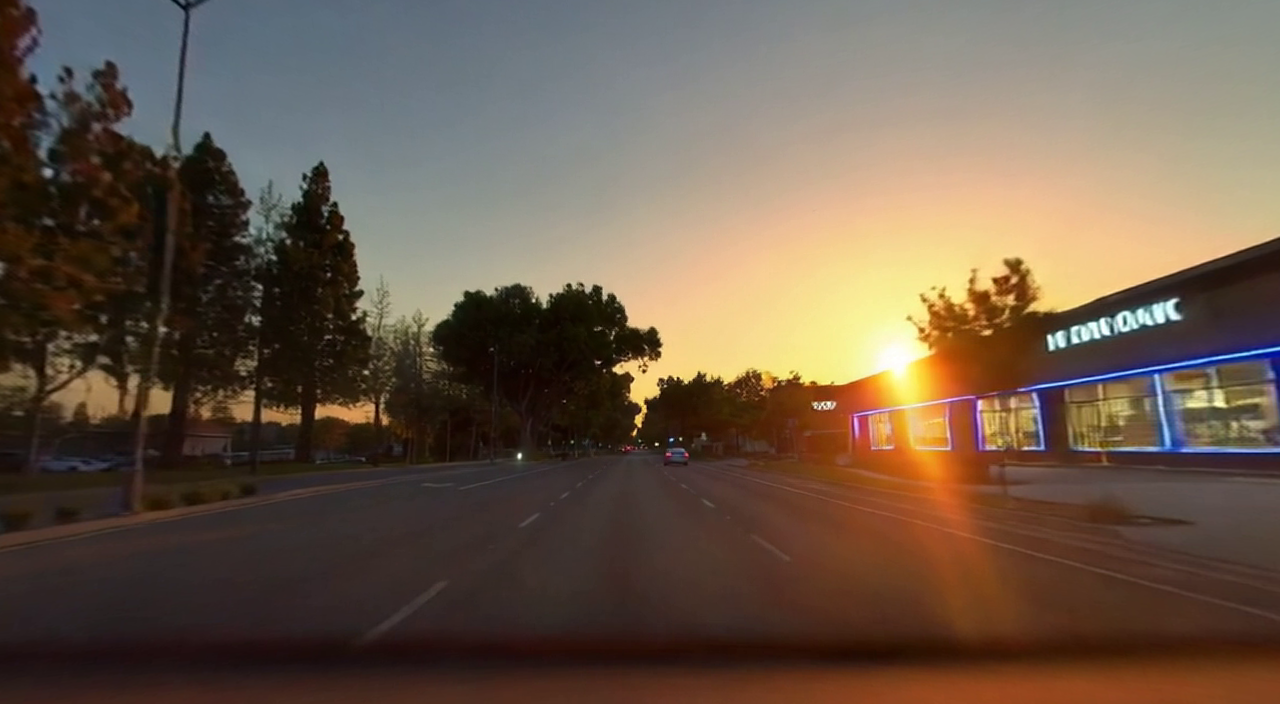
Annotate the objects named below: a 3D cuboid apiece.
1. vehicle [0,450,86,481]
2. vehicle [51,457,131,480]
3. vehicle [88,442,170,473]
[{"bbox_3d":[-32.783,5.986,33.294,4.736,1.573,2.176,0,-8,-2],"label":"vehicle"},{"bbox_3d":[-33.576,7.124,38.545,3.332,1.339,1.610,0,-8,-2],"label":"vehicle"},{"bbox_3d":[-33.230,6.852,40.996,3.825,1.489,1.778,-7,-7,-2],"label":"vehicle"}]
